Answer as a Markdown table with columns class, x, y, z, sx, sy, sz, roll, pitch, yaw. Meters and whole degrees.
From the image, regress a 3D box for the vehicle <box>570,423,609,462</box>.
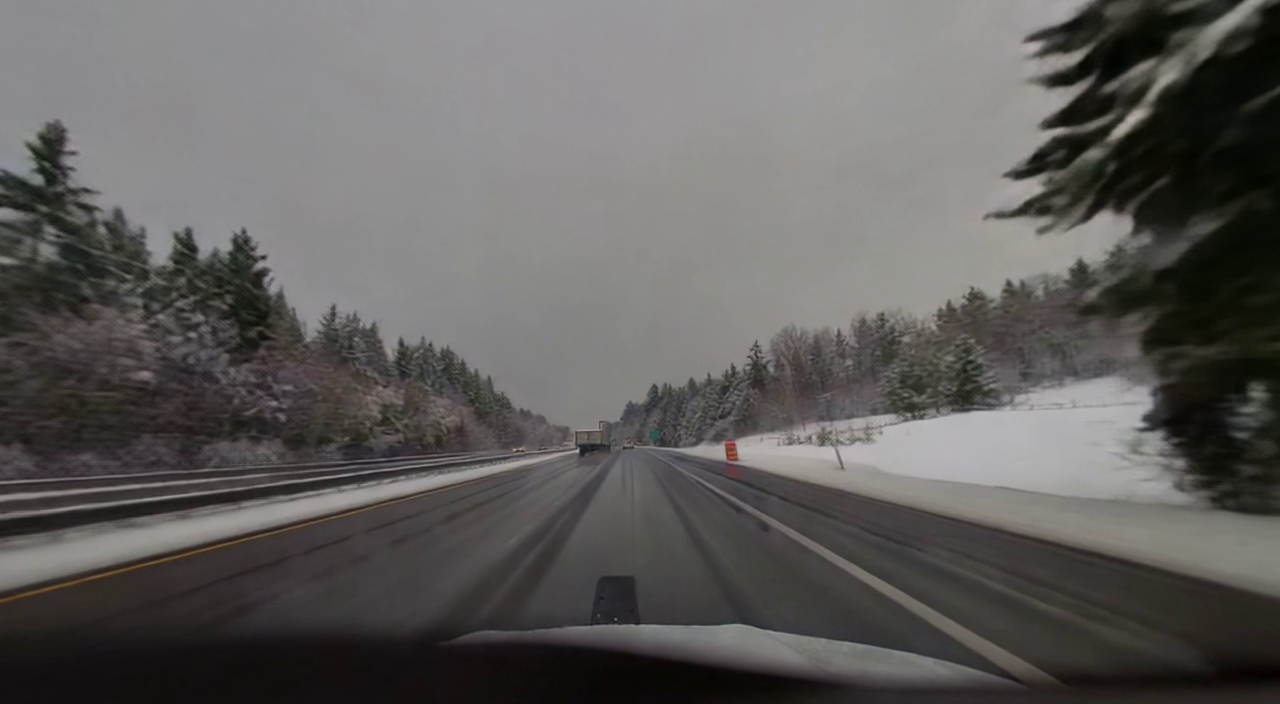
| class | x | y | z | sx | sy | sz | roll | pitch | yaw |
| --- | --- | --- | --- | --- | --- | --- | --- | --- | --- |
| vehicle | -3.654 | 6.654 | 46.432 | 2.484 | 2.625 | 5.907 | 0 | -8 | -1 |
